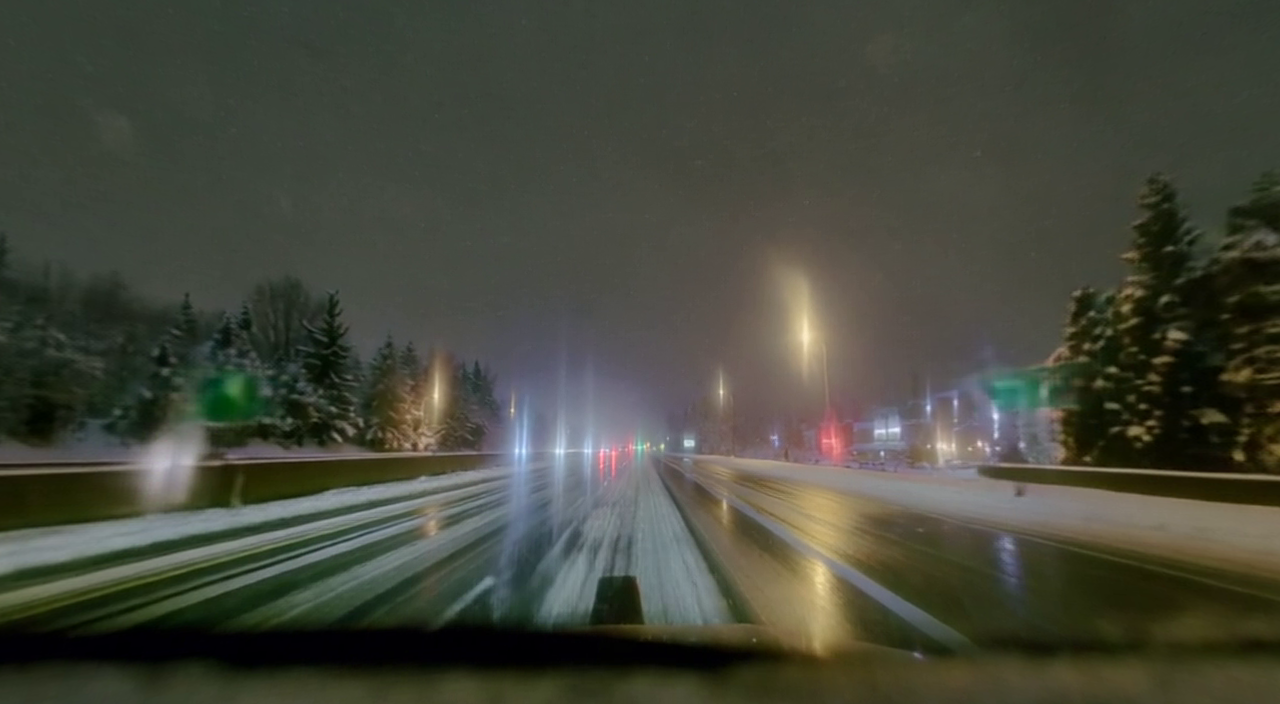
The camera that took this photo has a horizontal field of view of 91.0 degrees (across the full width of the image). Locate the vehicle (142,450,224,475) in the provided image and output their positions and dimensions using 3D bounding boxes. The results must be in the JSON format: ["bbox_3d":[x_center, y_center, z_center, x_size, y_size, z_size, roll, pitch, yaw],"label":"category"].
[{"bbox_3d":[-30.483,7.349,42.204,1.908,1.561,4.572,-1,-9,2],"label":"vehicle"}]
